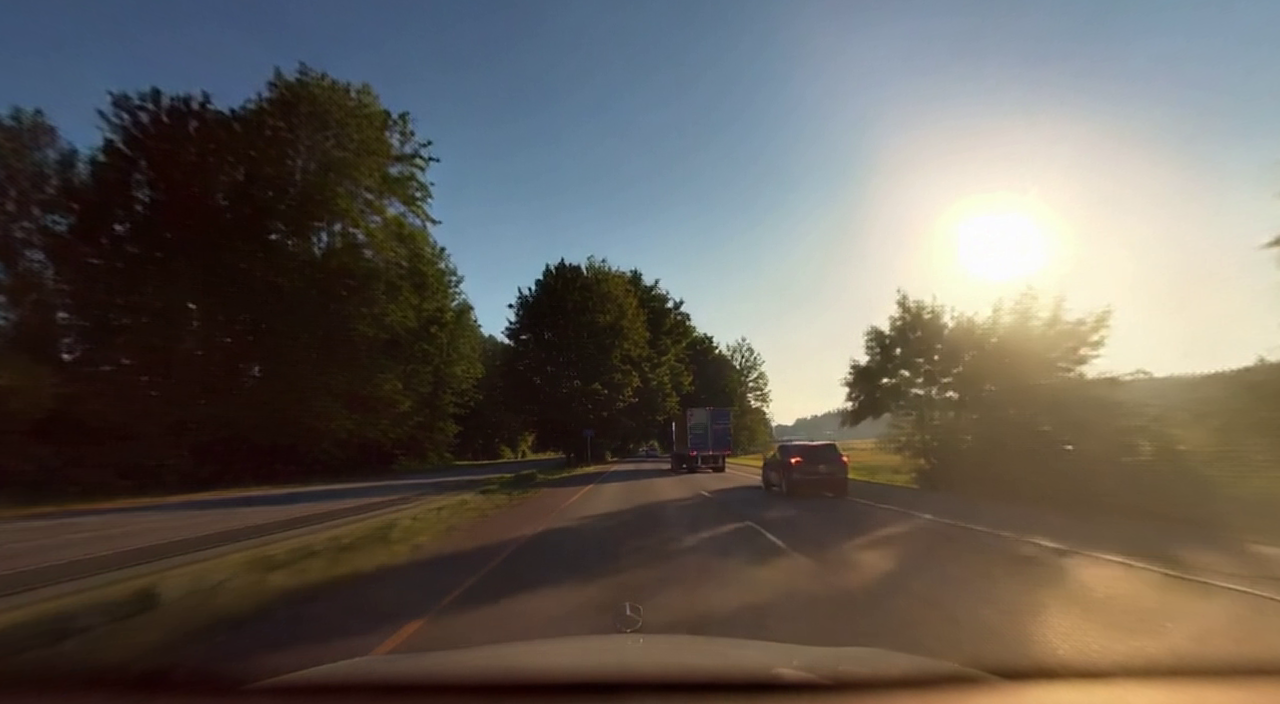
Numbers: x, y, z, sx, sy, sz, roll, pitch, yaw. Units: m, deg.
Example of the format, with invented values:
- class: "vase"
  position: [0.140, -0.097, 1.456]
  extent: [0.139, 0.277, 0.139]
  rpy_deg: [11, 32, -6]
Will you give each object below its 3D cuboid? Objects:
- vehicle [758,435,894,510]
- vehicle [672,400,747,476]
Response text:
- class: "vehicle"
  position: [4.714, 3.123, 16.816]
  extent: [2.118, 1.688, 4.715]
  rpy_deg: [0, -9, -1]
- class: "vehicle"
  position: [4.168, 5.807, 41.549]
  extent: [3.231, 4.102, 14.393]
  rpy_deg: [0, -9, 0]
